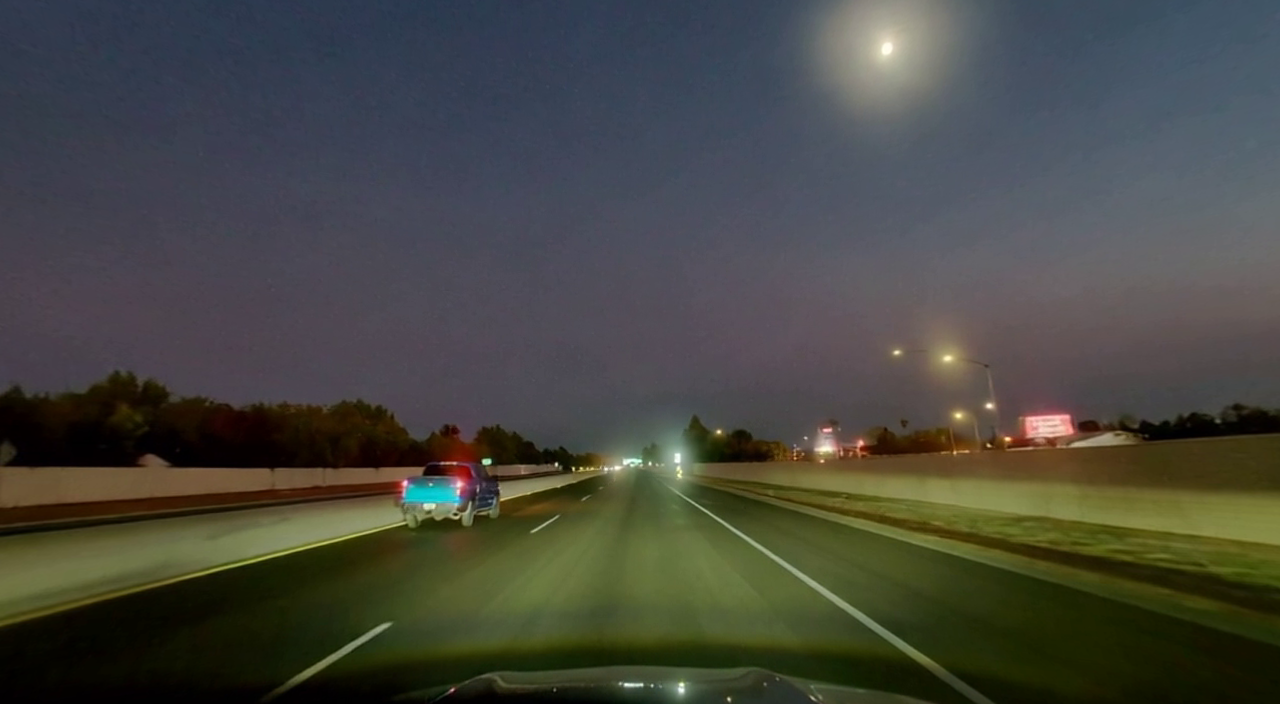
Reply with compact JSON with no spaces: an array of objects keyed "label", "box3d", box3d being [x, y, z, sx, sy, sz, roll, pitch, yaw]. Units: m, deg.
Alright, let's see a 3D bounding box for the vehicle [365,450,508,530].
[{"label":"vehicle","box3d":[-4.462,3.100,14.526,1.914,1.534,4.015,1,-10,0]}]
